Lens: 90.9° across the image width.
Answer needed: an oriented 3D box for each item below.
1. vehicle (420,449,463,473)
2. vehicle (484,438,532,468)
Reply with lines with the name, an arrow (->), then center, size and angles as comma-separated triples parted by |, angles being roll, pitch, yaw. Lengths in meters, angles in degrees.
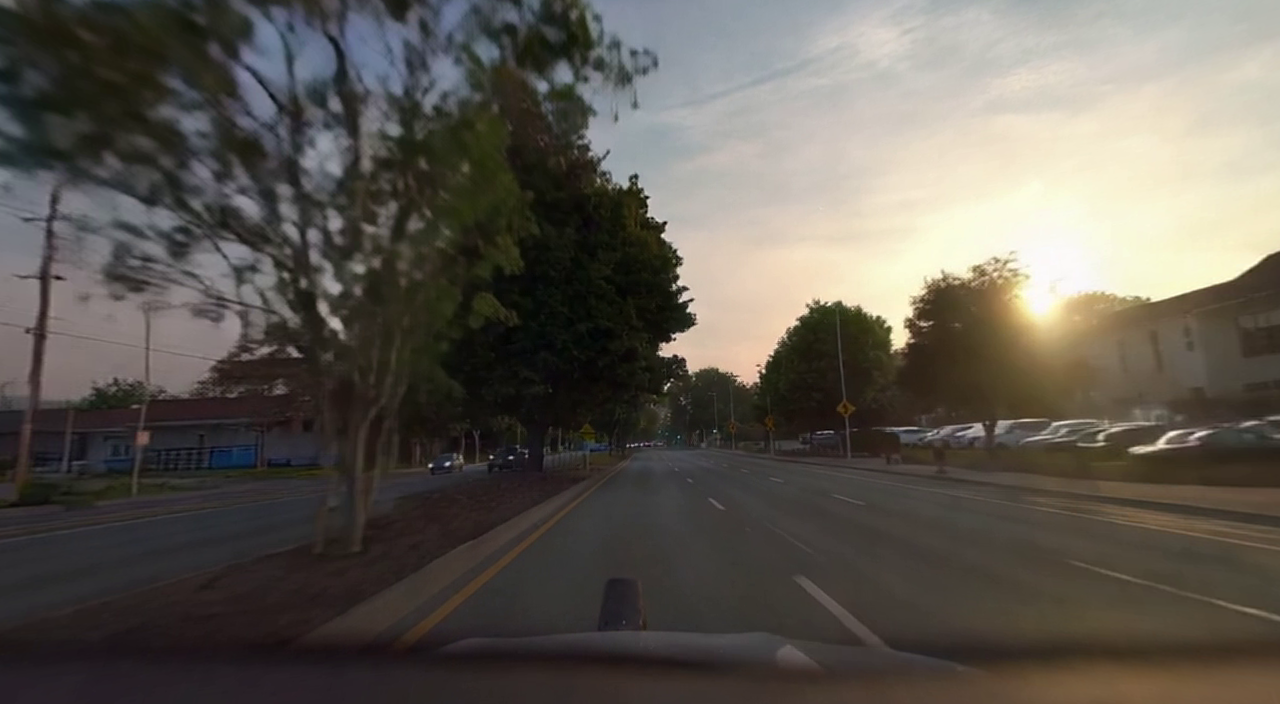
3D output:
vehicle -> -15.534, 8.532, 49.576 | 1.930, 1.738, 4.339 | 0, -9, 0
vehicle -> -9.526, 7.371, 46.030 | 2.180, 2.034, 5.429 | -1, -9, 1
